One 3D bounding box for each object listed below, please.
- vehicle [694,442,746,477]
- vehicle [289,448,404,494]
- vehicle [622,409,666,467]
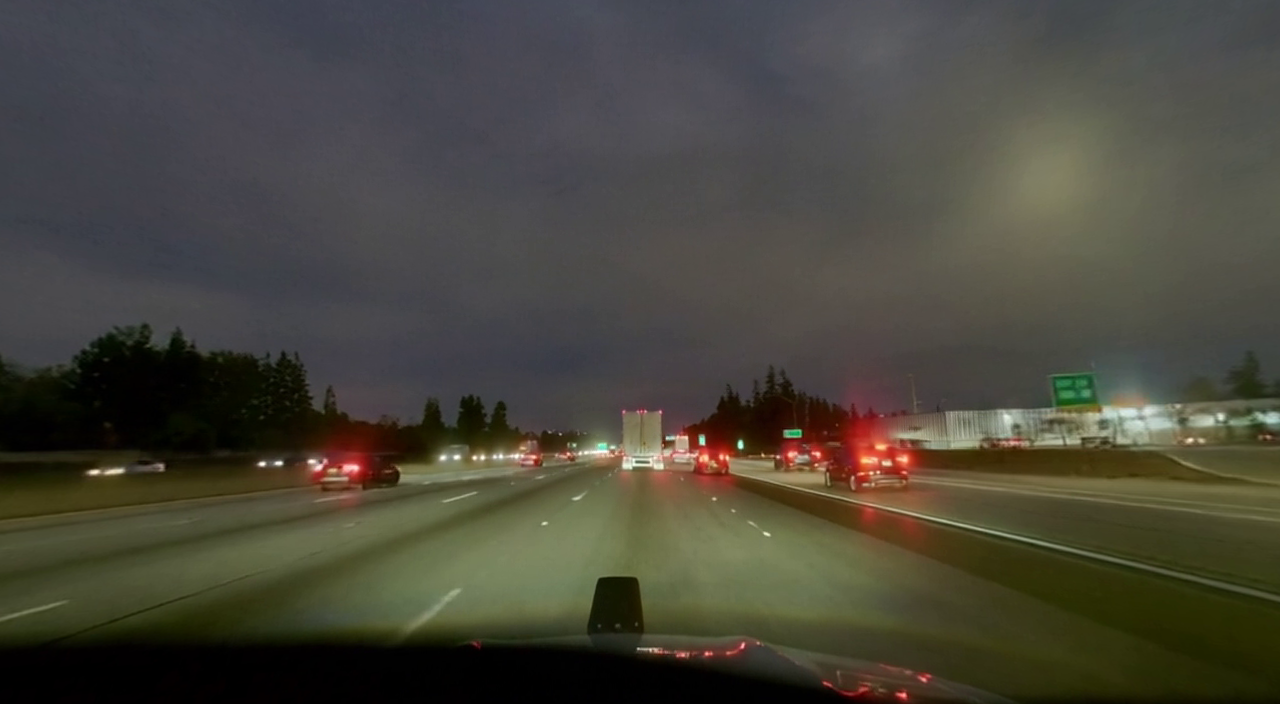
[{"bbox_3d":[4.064,5.562,32.762,2.107,1.707,4.445,0,-9,0],"label":"vehicle"},{"bbox_3d":[-10.678,4.327,23.332,2.015,1.521,4.550,0,-9,1],"label":"vehicle"},{"bbox_3d":[0.440,6.661,47.991,3.012,3.928,10.262,0,-9,2],"label":"vehicle"}]
